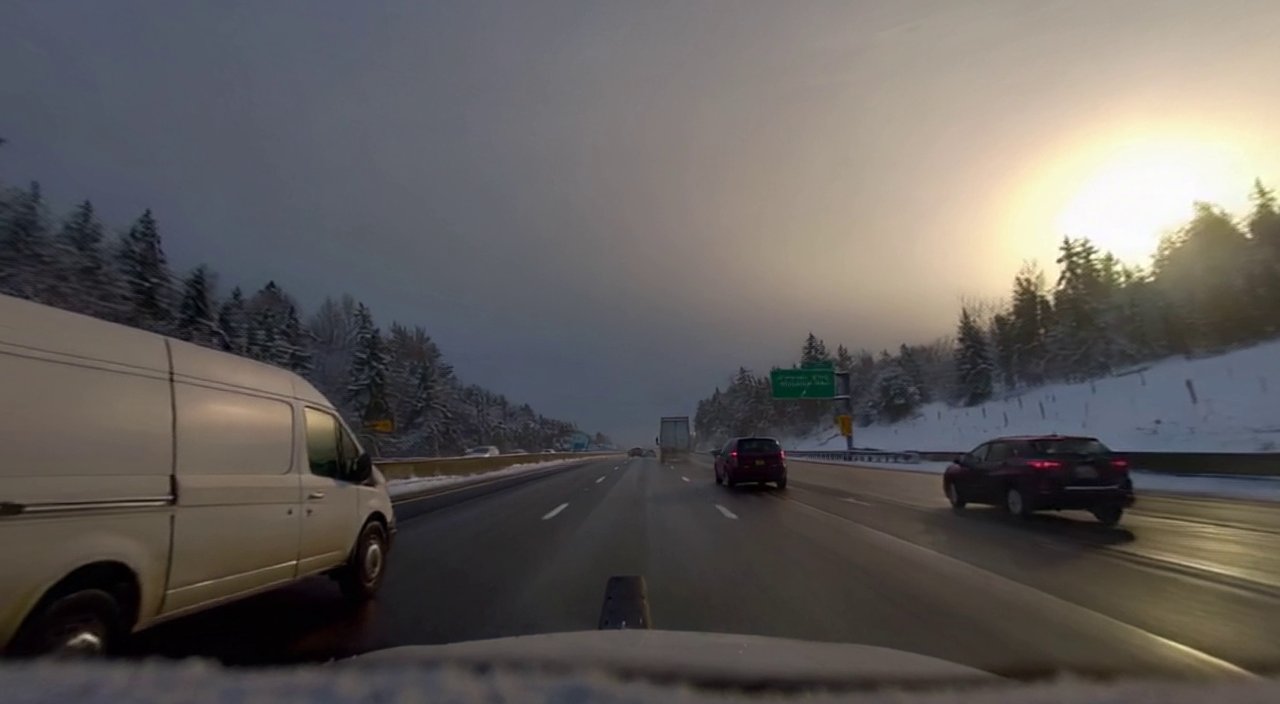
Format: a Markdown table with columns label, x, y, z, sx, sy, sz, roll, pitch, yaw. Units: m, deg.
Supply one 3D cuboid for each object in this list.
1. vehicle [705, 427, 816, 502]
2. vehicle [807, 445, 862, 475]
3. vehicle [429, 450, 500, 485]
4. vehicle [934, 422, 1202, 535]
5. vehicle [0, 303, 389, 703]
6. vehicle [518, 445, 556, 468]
| label | x | y | z | sx | sy | sz | roll | pitch | yaw |
| --- | --- | --- | --- | --- | --- | --- | --- | --- | --- |
| vehicle | 3.295 | 3.187 | 18.308 | 2.209 | 1.862 | 4.717 | 0 | -8 | -1 |
| vehicle | 10.174 | 5.655 | 33.281 | 1.827 | 1.493 | 3.919 | 0 | -8 | 3 |
| vehicle | -8.024 | 5.294 | 29.248 | 1.911 | 1.440 | 4.514 | 0 | -8 | 1 |
| vehicle | 7.507 | 2.235 | 11.757 | 1.976 | 1.703 | 4.288 | 0 | -8 | 0 |
| vehicle | -3.722 | 0.926 | 3.710 | 2.159 | 1.922 | 5.345 | 0 | -8 | 1 |
| vehicle | -7.662 | 7.805 | 47.368 | 2.012 | 1.669 | 4.599 | 0 | -8 | 2 |
